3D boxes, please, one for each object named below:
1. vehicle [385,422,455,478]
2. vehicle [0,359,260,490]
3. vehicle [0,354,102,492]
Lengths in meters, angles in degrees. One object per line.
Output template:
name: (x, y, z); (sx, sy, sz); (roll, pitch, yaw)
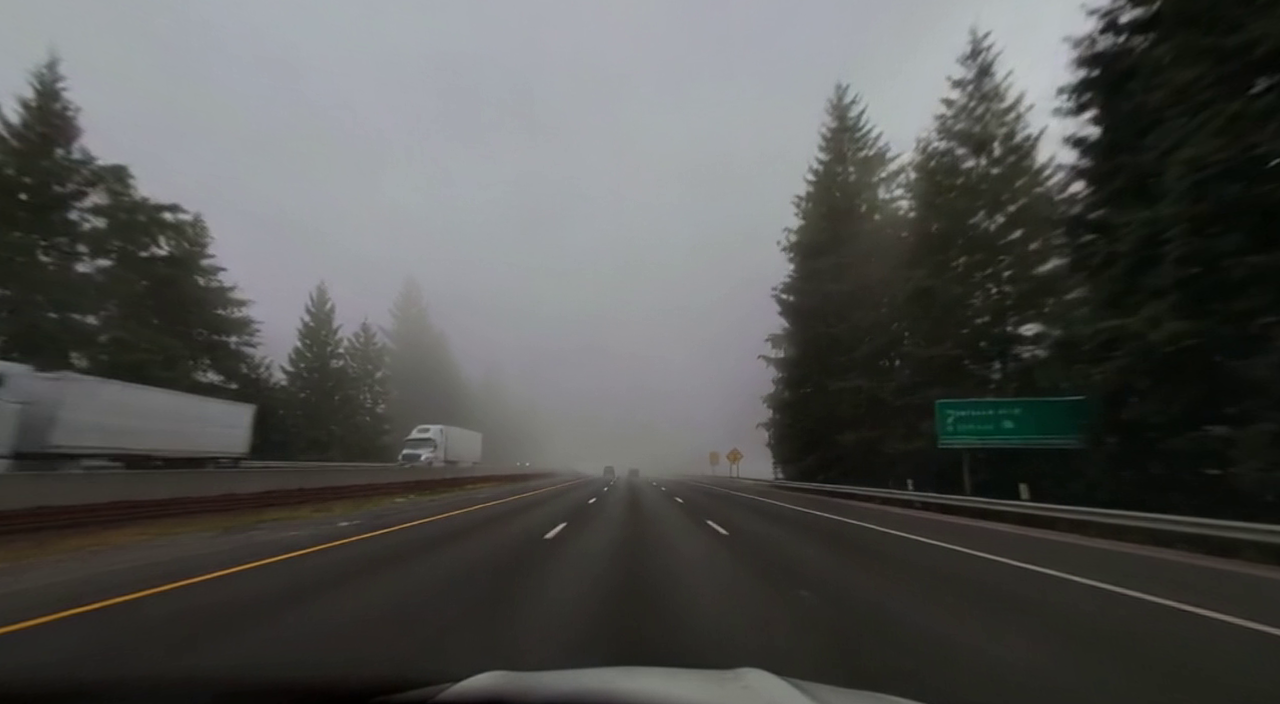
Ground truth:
vehicle: (-16.288, 7.404, 47.208); (2.975, 3.883, 5.859); (1, -11, 0)
vehicle: (-19.854, 3.176, 24.153); (2.745, 3.746, 12.715); (1, -10, -1)
vehicle: (-19.715, 2.054, 18.155); (2.969, 3.859, 5.793); (1, -10, -1)
